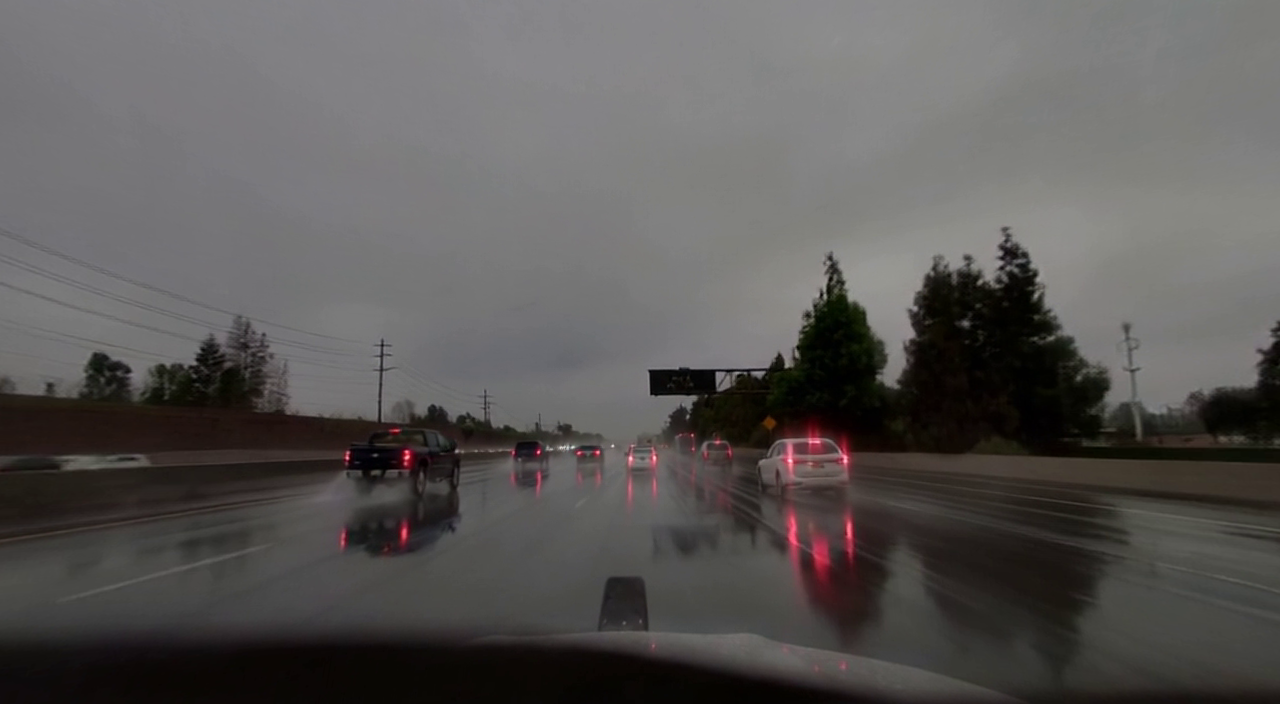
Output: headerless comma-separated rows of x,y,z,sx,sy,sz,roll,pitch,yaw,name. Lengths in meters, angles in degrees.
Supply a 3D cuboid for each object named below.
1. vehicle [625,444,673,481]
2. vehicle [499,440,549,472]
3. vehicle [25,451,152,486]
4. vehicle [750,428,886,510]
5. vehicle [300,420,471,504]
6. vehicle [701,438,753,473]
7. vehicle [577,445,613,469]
0.380,4.752,27.442,1.966,1.444,3.986,0,-9,1,vehicle
-6.609,5.967,36.313,1.978,1.680,4.263,0,-9,1,vehicle
-34.541,7.285,39.807,2.660,1.965,5.799,0,-9,1,vehicle
4.099,2.773,15.372,2.002,1.691,4.290,0,-9,0,vehicle
-6.758,3.010,17.732,2.269,1.936,5.777,0,-9,1,vehicle
4.621,5.565,34.116,2.195,1.778,4.455,0,-9,1,vehicle
-2.835,6.729,40.664,1.904,1.479,4.274,0,-9,1,vehicle
